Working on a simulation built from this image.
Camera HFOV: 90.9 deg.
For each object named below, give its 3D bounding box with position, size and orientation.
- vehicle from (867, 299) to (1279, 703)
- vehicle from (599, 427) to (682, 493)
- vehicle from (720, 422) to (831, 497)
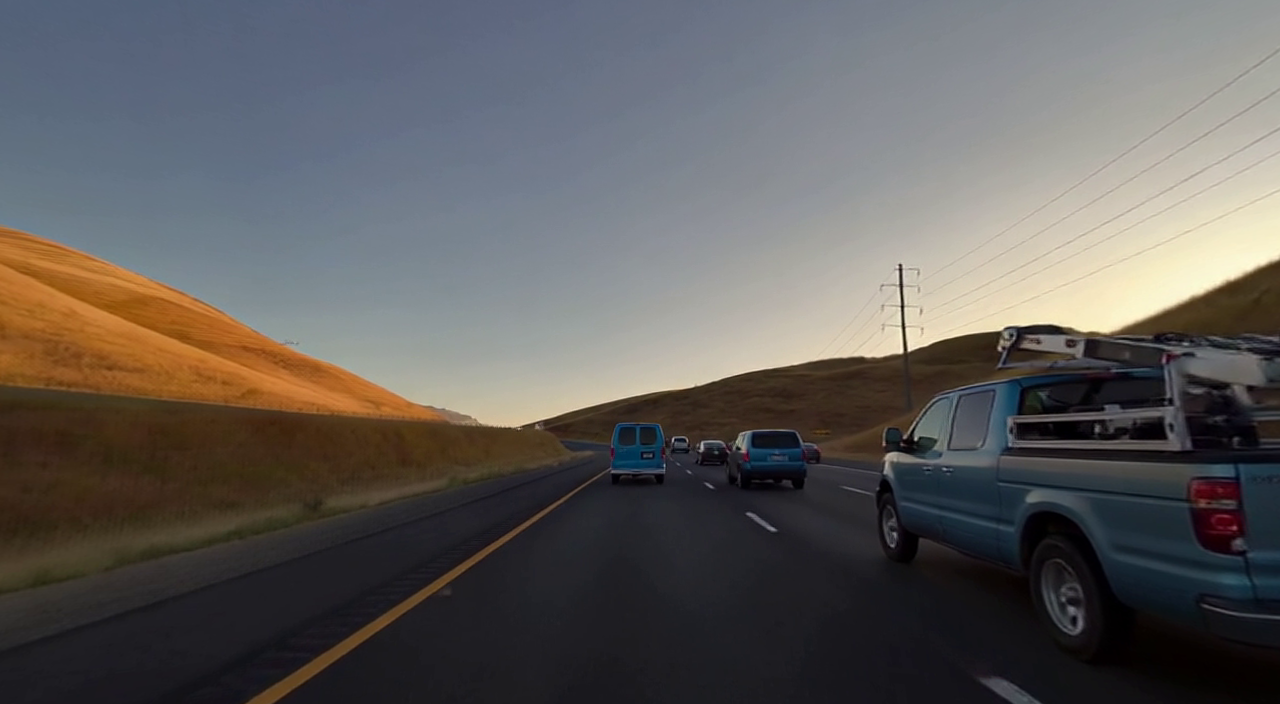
[{"bbox_3d":[3.903,0.976,4.098,2.691,1.901,5.744,0,-8,0],"label":"vehicle"},{"bbox_3d":[0.052,3.273,19.484,2.268,1.772,4.523,0,-8,1],"label":"vehicle"},{"bbox_3d":[3.610,2.972,17.752,2.139,1.821,4.480,0,-8,0],"label":"vehicle"}]
